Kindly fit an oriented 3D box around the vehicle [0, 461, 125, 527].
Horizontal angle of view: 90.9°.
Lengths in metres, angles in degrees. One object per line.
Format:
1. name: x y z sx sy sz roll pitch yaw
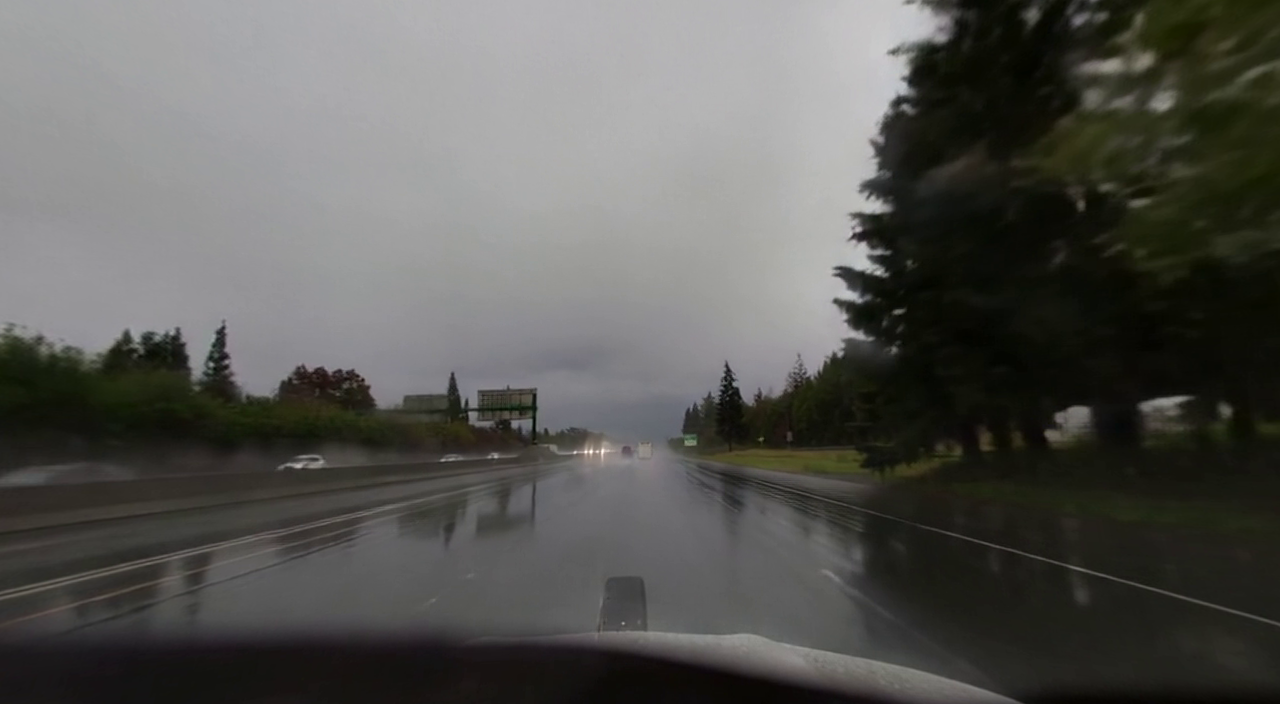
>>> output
1. vehicle: -16.122 3.594 16.188 1.982 1.464 4.481 0 -9 -1
